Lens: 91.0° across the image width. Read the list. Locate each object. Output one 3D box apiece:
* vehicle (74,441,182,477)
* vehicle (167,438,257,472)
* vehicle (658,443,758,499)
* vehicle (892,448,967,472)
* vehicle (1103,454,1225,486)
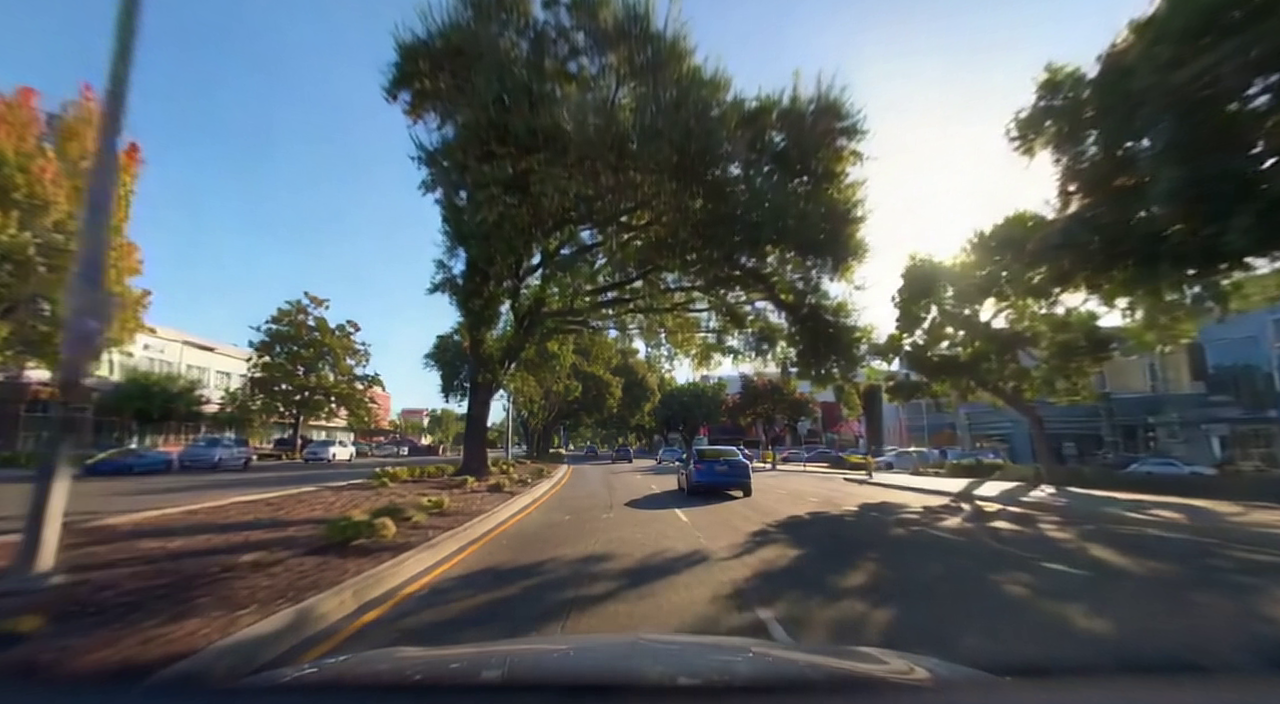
[{"bbox_3d":[-24.406,5.091,30.227,1.689,1.595,4.293,0,-8,-3],"label":"vehicle"},{"bbox_3d":[-24.561,5.893,36.360,1.982,1.811,4.730,0,-8,-2],"label":"vehicle"},{"bbox_3d":[1.847,3.447,18.759,2.256,1.451,4.313,1,-8,-4],"label":"vehicle"},{"bbox_3d":[19.797,7.345,43.069,4.424,1.531,2.008,3,-9,-18],"label":"vehicle"},{"bbox_3d":[28.781,6.469,34.818,1.905,1.561,4.816,3,-9,-17],"label":"vehicle"}]
